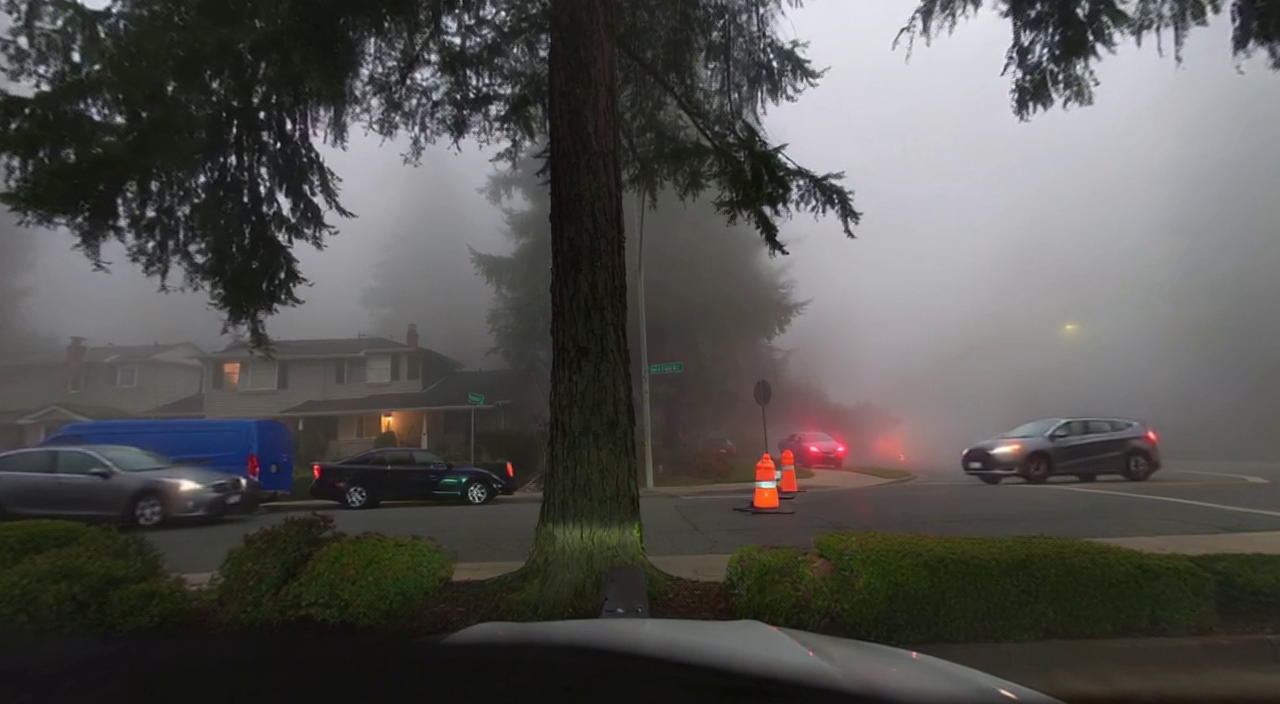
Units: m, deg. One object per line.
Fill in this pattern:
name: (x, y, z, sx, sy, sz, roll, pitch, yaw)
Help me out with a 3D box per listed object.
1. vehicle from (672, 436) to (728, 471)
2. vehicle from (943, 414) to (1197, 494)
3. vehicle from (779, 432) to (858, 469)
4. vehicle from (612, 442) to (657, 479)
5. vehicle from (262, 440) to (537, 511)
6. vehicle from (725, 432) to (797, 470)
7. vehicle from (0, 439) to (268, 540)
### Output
vehicle: (2.593, 4.538, 28.373, 1.745, 1.461, 4.074, 1, -8, -6)
vehicle: (10.804, 2.587, 16.162, 5.047, 1.851, 2.103, 1, -9, -5)
vehicle: (8.063, 4.493, 28.946, 1.893, 1.529, 4.422, 1, -9, -7)
vehicle: (-0.302, 4.756, 27.931, 1.648, 1.430, 3.654, 4, -9, -4)
vehicle: (-6.382, 3.400, 17.817, 6.643, 1.777, 2.925, 1, -8, -5)
vehicle: (5.340, 4.462, 28.494, 2.007, 1.555, 4.204, 1, -9, -7)
vehicle: (-9.495, 2.312, 10.997, 4.684, 1.556, 2.087, 0, -8, -1)
